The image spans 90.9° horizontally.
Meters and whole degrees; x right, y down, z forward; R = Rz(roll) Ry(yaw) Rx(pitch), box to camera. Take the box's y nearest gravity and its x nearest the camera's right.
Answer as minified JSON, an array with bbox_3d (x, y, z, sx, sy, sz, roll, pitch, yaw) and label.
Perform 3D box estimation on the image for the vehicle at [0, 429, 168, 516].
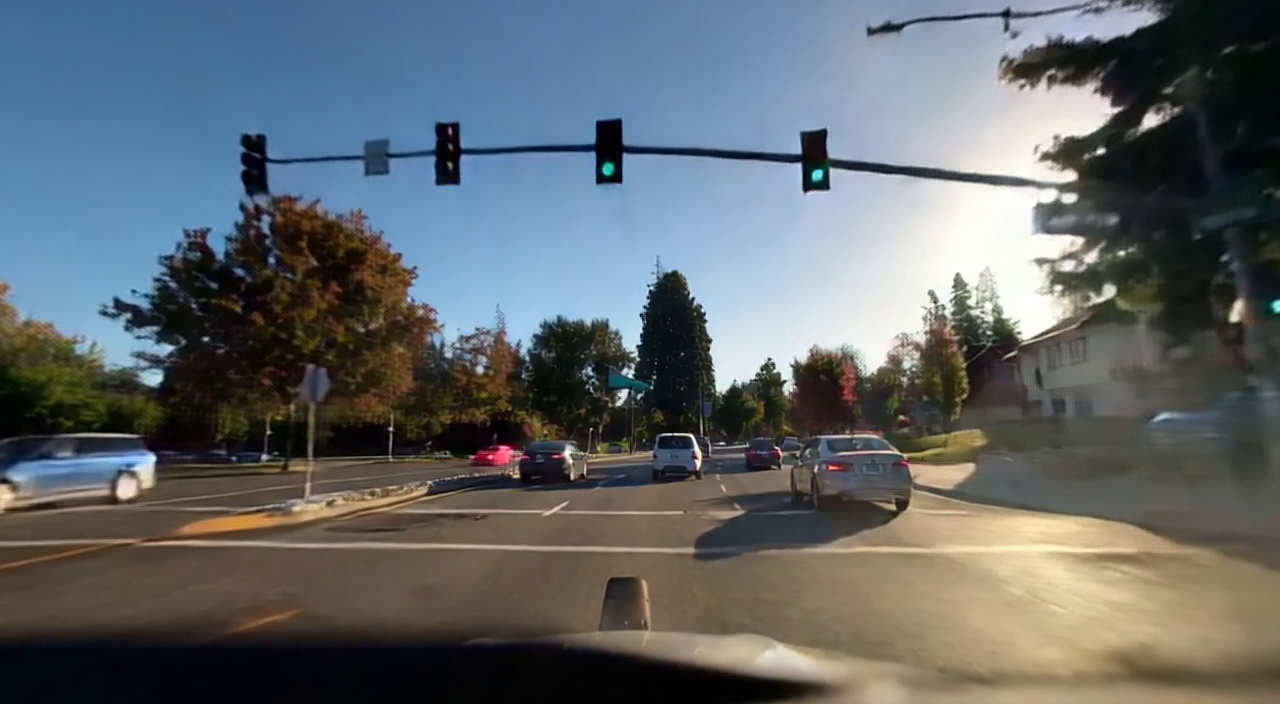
[{"bbox_3d":[-12.336,2.359,12.616,2.009,1.527,4.534,-1,-9,5],"label":"vehicle"}]

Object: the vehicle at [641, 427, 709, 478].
[{"bbox_3d":[1.456,3.825,24.142,2.250,1.768,4.574,-1,-9,7],"label":"vehicle"}]

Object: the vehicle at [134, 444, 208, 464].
[{"bbox_3d":[-36.490,7.920,49.110,4.194,1.493,1.992,-1,-9,4],"label":"vehicle"}]

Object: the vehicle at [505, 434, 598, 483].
[{"bbox_3d":[-2.804,3.531,21.163,2.006,1.464,4.586,-1,-9,6],"label":"vehicle"}]

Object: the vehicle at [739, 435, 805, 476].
[{"bbox_3d":[5.227,4.162,25.546,2.117,1.472,4.158,-1,-9,5],"label":"vehicle"}]

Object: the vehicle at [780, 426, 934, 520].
[{"bbox_3d":[4.007,2.286,12.301,1.859,1.540,3.454,-1,-9,2],"label":"vehicle"}]

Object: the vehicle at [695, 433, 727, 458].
[{"bbox_3d":[5.032,6.610,44.467,1.798,1.660,3.946,-2,-9,12],"label":"vehicle"}]
